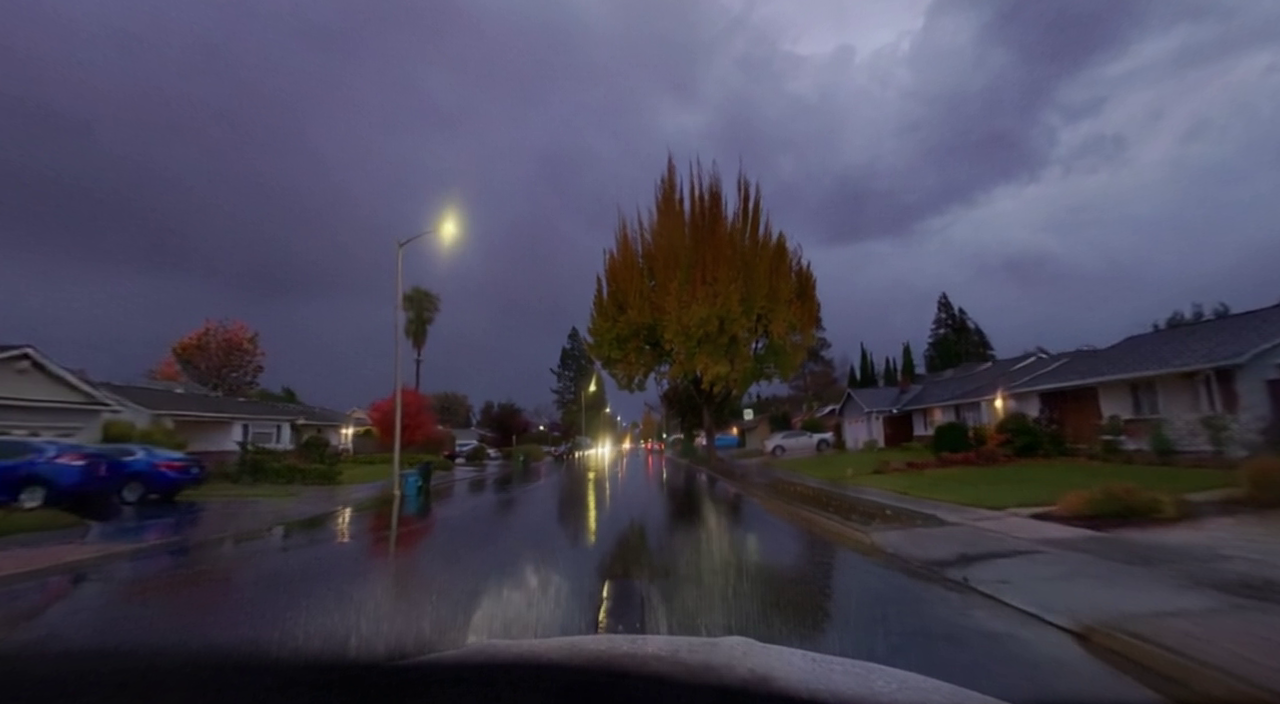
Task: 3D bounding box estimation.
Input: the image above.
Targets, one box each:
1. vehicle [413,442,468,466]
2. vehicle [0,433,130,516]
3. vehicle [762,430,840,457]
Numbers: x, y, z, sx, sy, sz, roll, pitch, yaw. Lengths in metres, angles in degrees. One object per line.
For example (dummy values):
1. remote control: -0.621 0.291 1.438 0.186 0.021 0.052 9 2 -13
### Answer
1. vehicle: -14.221 7.286 45.347 1.982 1.596 3.988 -1 -9 13
2. vehicle: -15.107 2.745 14.554 4.830 1.725 2.116 0 -8 1
3. vehicle: 10.395 5.961 41.112 4.582 1.680 2.223 0 -8 4
